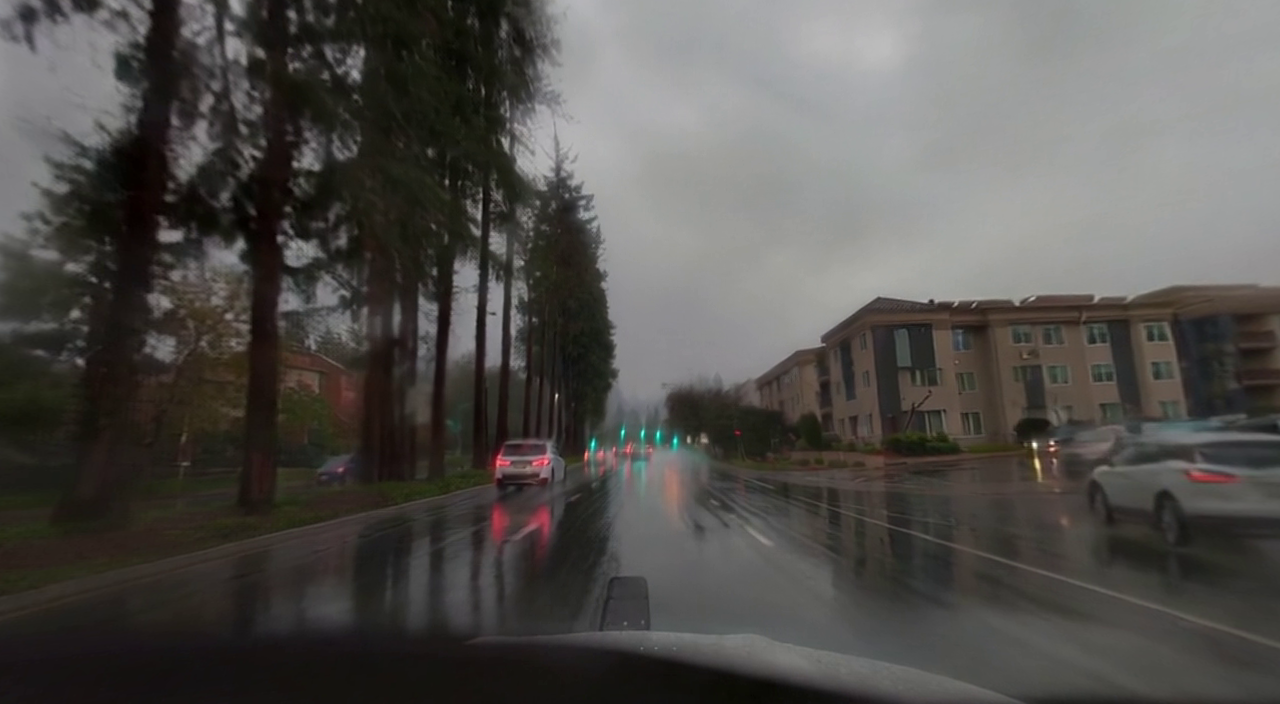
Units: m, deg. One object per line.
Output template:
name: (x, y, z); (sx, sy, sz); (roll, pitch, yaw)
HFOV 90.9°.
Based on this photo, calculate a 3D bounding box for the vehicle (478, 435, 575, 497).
vehicle: (-3.651, 3.777, 21.330); (2.216, 1.828, 4.886); (0, -8, 2)

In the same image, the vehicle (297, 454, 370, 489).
vehicle: (-17.302, 6.732, 35.859); (1.899, 1.790, 4.340); (0, -8, 0)

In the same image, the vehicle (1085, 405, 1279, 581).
vehicle: (7.141, 1.556, 7.617); (1.969, 1.593, 4.293); (-4, -9, 24)

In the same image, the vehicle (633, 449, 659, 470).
vehicle: (0.473, 8.133, 48.051); (1.940, 1.501, 4.133); (0, -8, 1)
